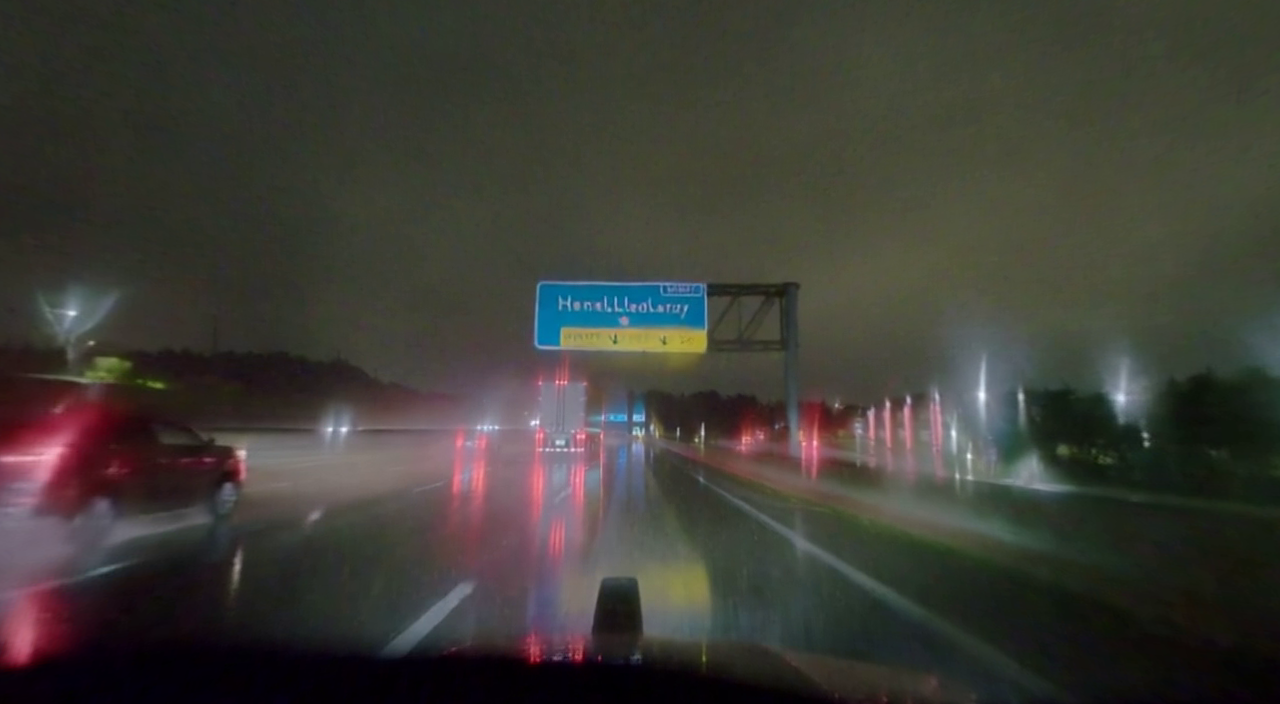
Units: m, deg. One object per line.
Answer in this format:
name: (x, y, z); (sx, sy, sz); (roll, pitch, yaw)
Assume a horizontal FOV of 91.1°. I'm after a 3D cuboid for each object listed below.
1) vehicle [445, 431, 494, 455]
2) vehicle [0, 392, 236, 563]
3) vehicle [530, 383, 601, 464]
vehicle: (-11.883, 6.354, 44.069); (2.138, 1.531, 4.864); (0, -8, -1)
vehicle: (-7.430, 1.440, 7.704); (2.075, 1.691, 4.431); (0, -8, -2)
vehicle: (-4.073, 4.385, 37.321); (3.002, 3.987, 12.477); (0, -8, -1)
